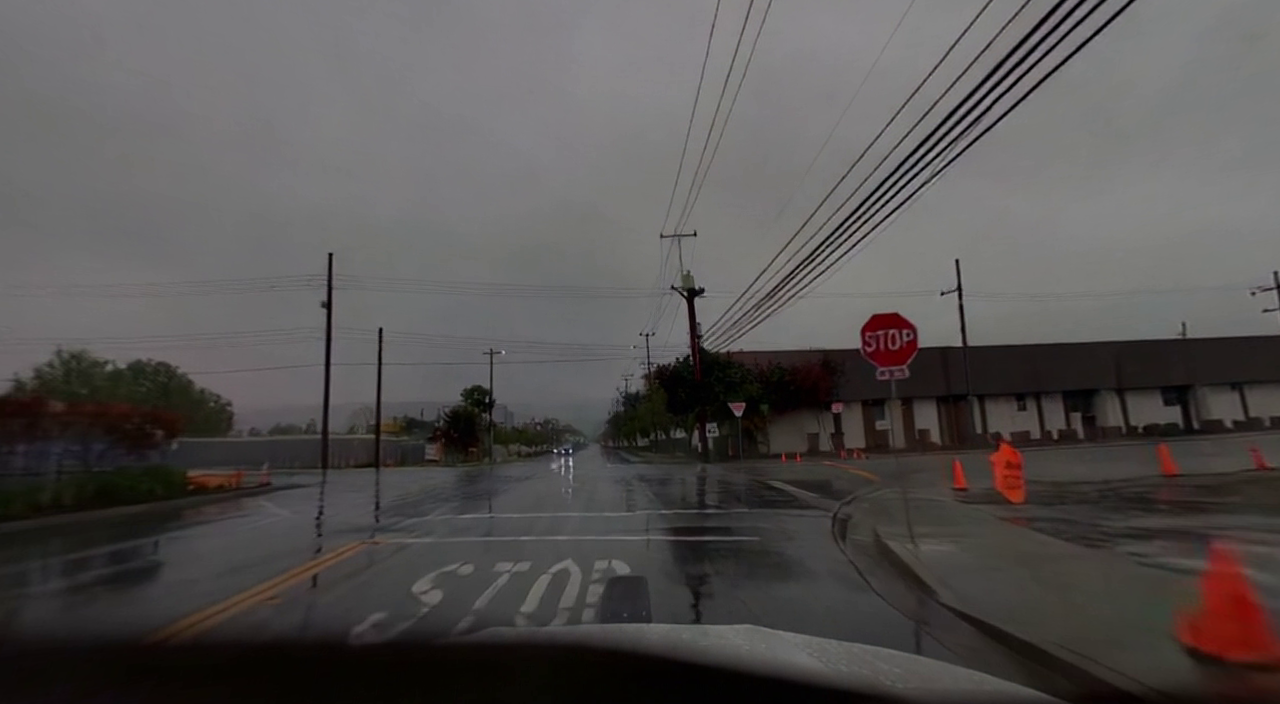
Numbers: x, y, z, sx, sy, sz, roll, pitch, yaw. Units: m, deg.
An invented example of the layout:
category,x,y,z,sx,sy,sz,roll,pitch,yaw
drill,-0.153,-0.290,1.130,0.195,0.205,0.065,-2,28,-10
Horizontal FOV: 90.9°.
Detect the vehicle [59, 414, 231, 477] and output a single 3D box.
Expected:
category,x,y,z,sx,sy,sz,roll,pitch,yaw
vehicle,-26.600,5.097,34.092,6.847,2.992,3.170,-3,-10,7
